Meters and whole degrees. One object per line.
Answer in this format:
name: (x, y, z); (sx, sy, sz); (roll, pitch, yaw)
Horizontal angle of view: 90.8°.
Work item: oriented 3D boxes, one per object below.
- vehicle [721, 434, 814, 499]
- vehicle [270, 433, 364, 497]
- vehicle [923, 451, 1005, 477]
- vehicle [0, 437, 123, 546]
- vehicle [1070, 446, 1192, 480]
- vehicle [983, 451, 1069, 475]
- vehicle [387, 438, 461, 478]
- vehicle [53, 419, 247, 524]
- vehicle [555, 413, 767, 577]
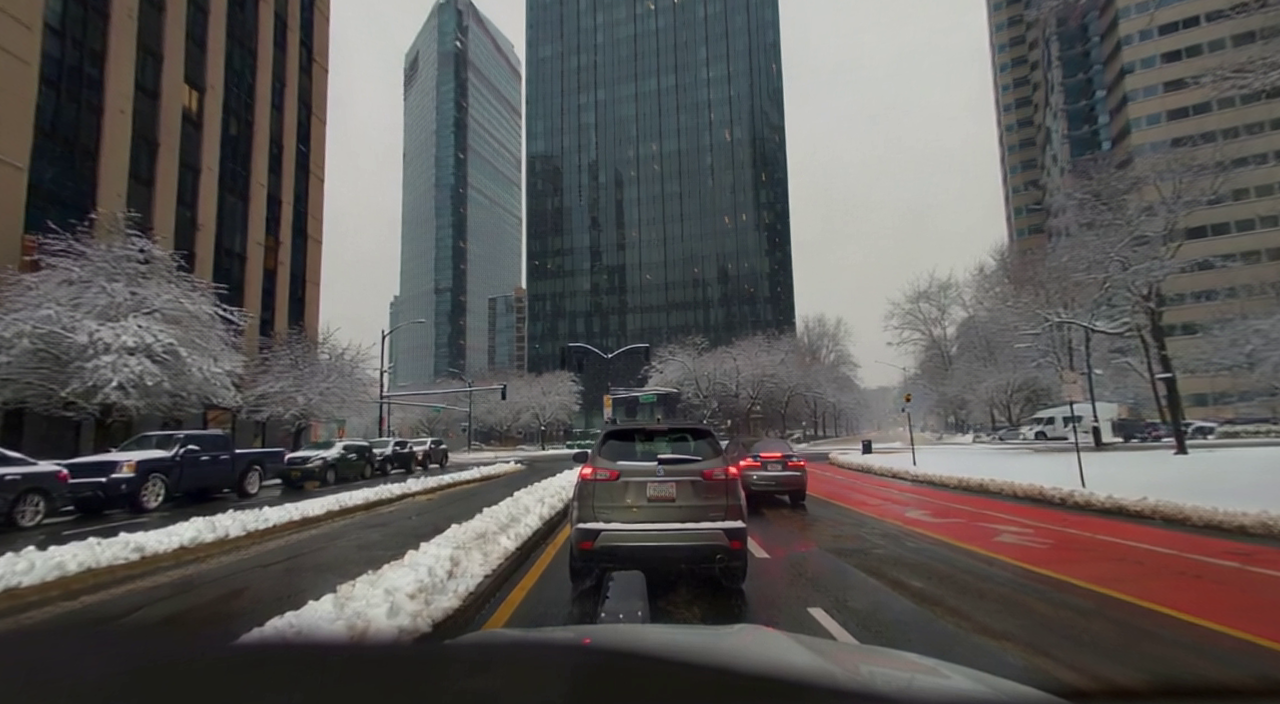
vehicle: (3.856, 3.555, 20.090); (2.143, 1.793, 4.763); (0, -8, 2)
vehicle: (-10.961, 3.820, 21.679); (1.559, 1.973, 3.419); (0, -8, -4)
vehicle: (23.338, 8.029, 45.626); (4.956, 1.706, 1.822); (-6, -10, 34)
vehicle: (-9.975, 1.980, 8.918); (1.844, 1.524, 4.371); (0, -8, -4)
vehicle: (31.139, 7.027, 40.376); (5.890, 1.996, 2.155); (-6, -10, 34)
vehicle: (28.268, 8.067, 46.328); (5.153, 1.626, 1.895); (-6, -11, 36)
vehicle: (-11.648, 5.738, 34.575); (2.338, 1.963, 5.740); (0, -8, -3)
vehicle: (-10.334, 2.507, 13.696); (1.543, 1.946, 3.454); (1, -8, -5)
vehicle: (0.262, 1.804, 8.728); (2.192, 1.695, 4.142); (0, -8, 1)
